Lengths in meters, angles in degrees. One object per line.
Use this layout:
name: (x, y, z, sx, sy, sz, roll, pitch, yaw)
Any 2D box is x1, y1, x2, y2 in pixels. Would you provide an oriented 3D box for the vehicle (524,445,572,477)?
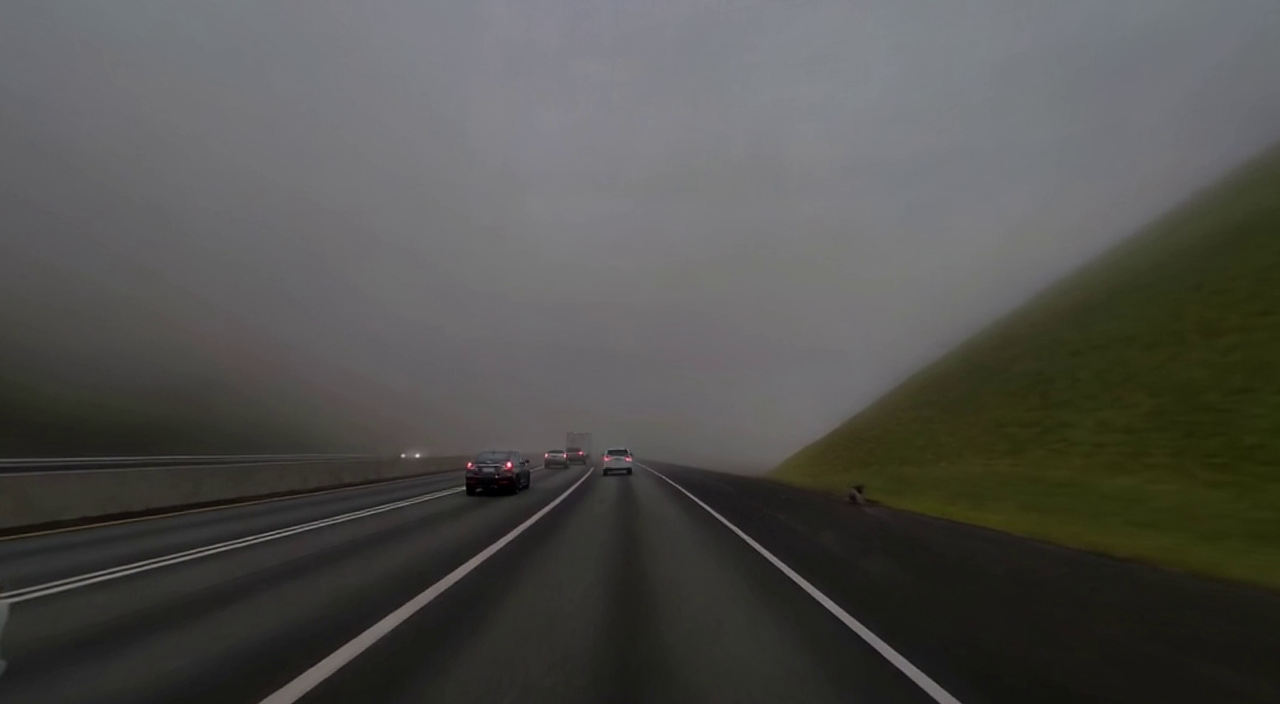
vehicle: (-4.971, 5.953, 34.753, 2.118, 1.624, 4.032, 0, -9, -1)

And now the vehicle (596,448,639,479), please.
vehicle: (-1.146, 5.587, 31.956, 1.988, 1.440, 4.201, 0, -9, -2)

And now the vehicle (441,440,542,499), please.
vehicle: (-4.493, 3.633, 19.833, 2.208, 1.619, 4.162, 0, -9, 0)
